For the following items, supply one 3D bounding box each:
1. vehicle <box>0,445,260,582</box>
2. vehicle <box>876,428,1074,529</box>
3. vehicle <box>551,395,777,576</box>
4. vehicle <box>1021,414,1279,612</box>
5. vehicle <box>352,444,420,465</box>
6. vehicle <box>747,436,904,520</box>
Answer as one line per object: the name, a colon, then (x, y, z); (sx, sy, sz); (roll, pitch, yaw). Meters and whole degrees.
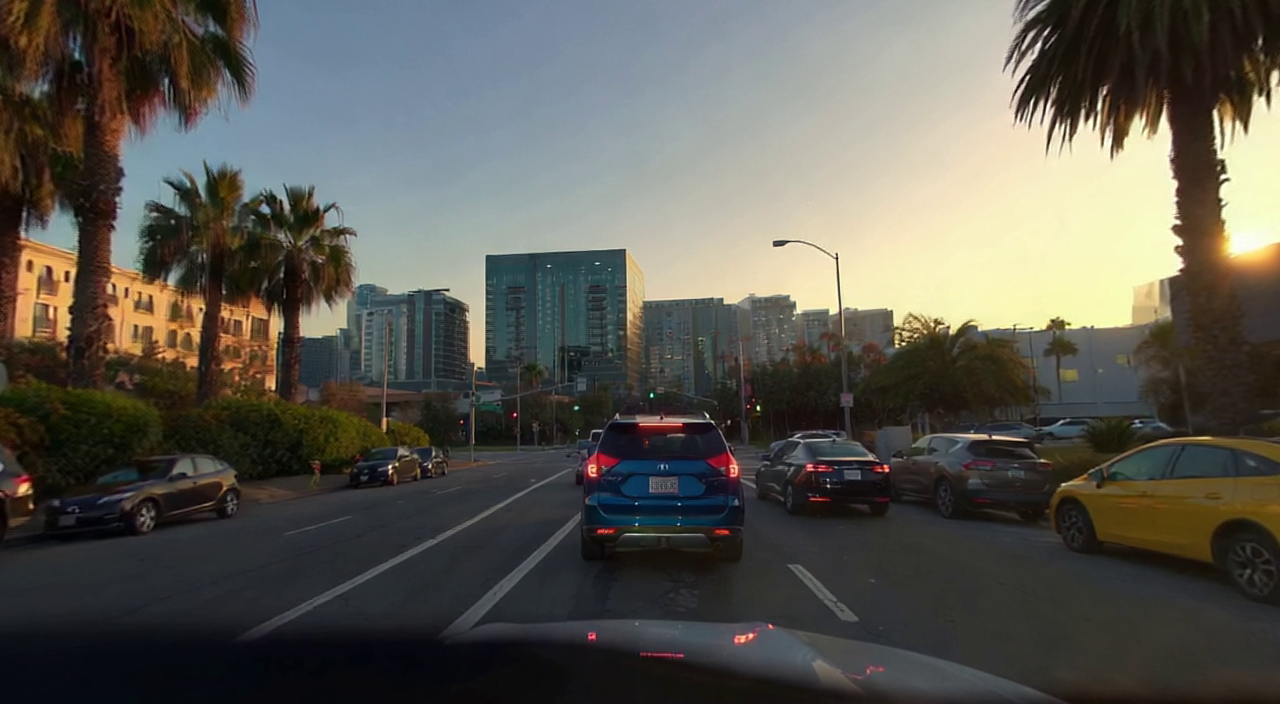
vehicle: (-9.585, 2.800, 11.841); (2.054, 1.467, 4.595); (-3, -2, 1)
vehicle: (6.665, 2.524, 13.241); (1.930, 1.736, 4.329); (-1, -8, 3)
vehicle: (0.256, 1.656, 8.556); (2.264, 1.798, 4.258); (0, -8, 0)
vehicle: (6.441, 1.601, 6.937); (1.935, 1.672, 4.139); (0, -8, 1)
vehicle: (-18.649, 7.521, 46.596); (1.759, 1.457, 4.297); (-7, -11, 37)
vehicle: (3.702, 2.581, 13.565); (2.021, 1.480, 4.402); (0, -8, 0)
